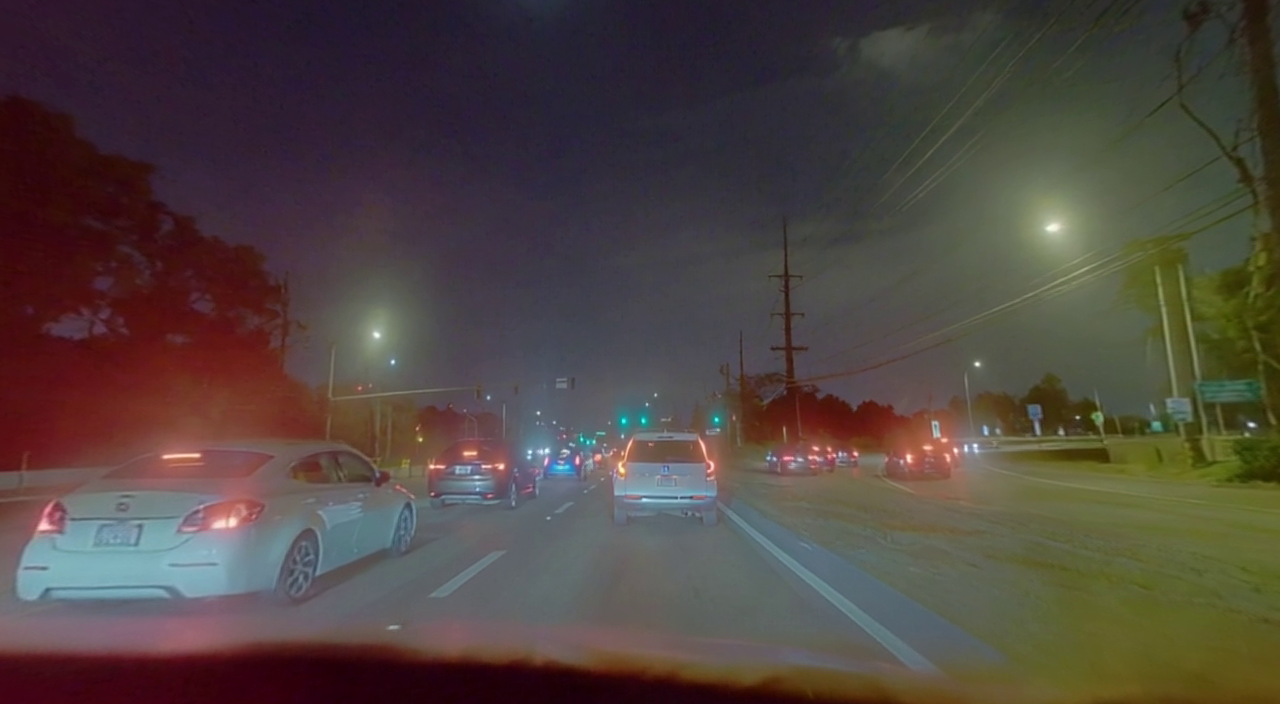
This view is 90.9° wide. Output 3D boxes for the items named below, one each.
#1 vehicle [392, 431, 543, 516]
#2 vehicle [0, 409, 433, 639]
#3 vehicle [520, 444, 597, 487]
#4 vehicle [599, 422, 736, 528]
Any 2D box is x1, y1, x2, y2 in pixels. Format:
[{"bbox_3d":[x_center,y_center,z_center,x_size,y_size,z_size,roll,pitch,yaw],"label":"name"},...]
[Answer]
[{"bbox_3d":[-3.683,2.678,14.403,2.018,1.621,4.441,-1,-9,2],"label":"vehicle"},{"bbox_3d":[-3.822,1.486,6.413,1.999,1.563,4.007,0,-9,1],"label":"vehicle"},{"bbox_3d":[-2.935,4.190,23.654,2.105,1.436,4.311,-1,-9,3],"label":"vehicle"},{"bbox_3d":[0.507,2.295,12.230,2.205,1.691,3.937,0,-9,2],"label":"vehicle"}]
